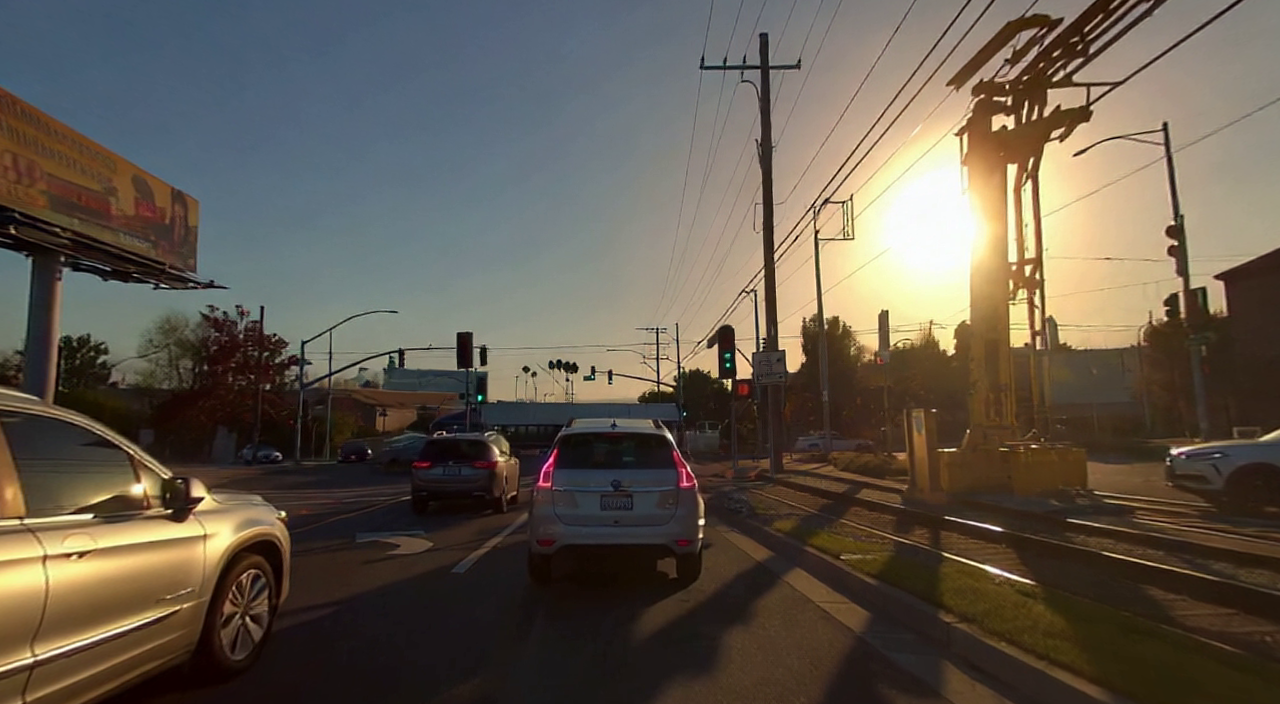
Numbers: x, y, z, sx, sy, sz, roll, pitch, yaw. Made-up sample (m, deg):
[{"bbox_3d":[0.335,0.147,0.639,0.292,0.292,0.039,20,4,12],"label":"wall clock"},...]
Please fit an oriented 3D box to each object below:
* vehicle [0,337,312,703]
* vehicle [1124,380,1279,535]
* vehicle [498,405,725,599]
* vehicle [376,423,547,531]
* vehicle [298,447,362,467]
[{"bbox_3d":[-3.936,0.866,2.967,2.052,1.814,5.184,0,-9,-1],"label":"vehicle"},{"bbox_3d":[9.563,1.332,8.126,5.060,1.702,2.033,1,-9,-4],"label":"vehicle"},{"bbox_3d":[-0.261,1.620,7.549,2.025,1.723,3.644,0,-9,0],"label":"vehicle"},{"bbox_3d":[-3.124,2.290,12.130,1.988,1.678,4.317,0,-9,1],"label":"vehicle"},{"bbox_3d":[-24.028,8.136,48.956,4.357,1.444,1.842,-3,-9,20],"label":"vehicle"}]
